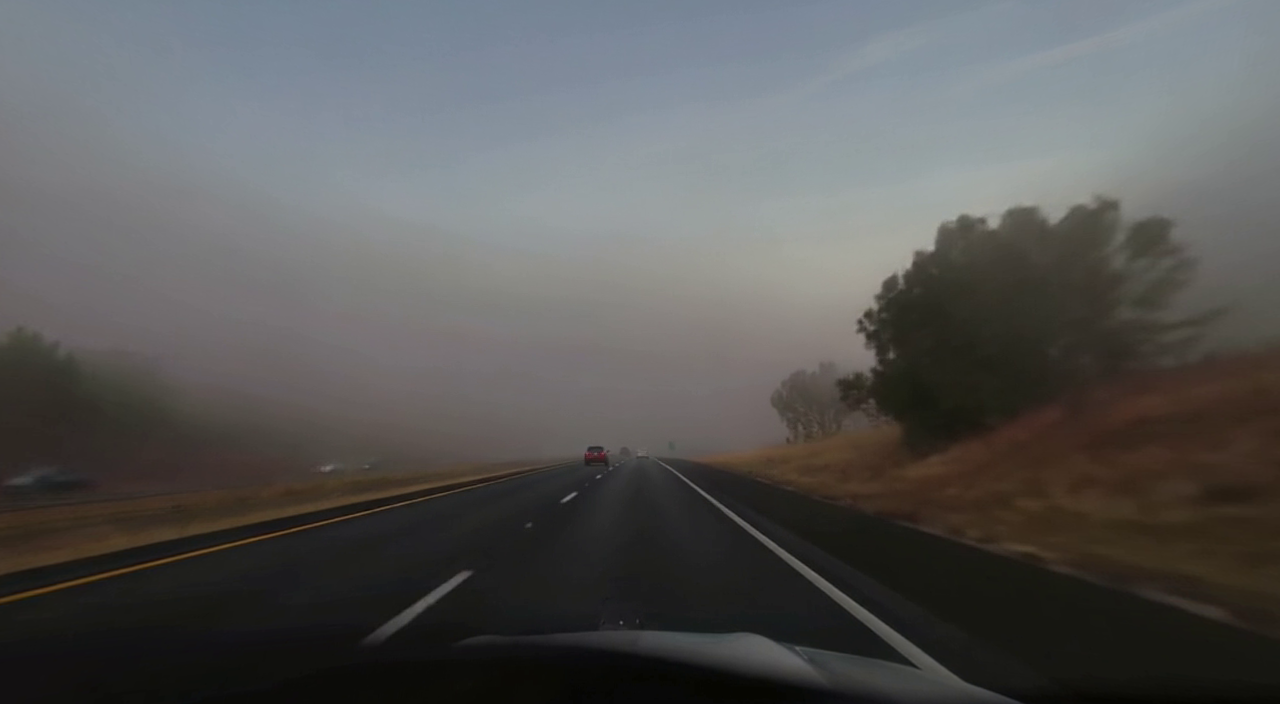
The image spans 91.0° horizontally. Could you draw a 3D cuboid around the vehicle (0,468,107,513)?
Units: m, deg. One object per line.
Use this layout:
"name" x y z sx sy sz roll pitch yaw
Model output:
"vehicle" -32.627 7.389 34.131 2.239 1.986 5.886 0 -9 0
